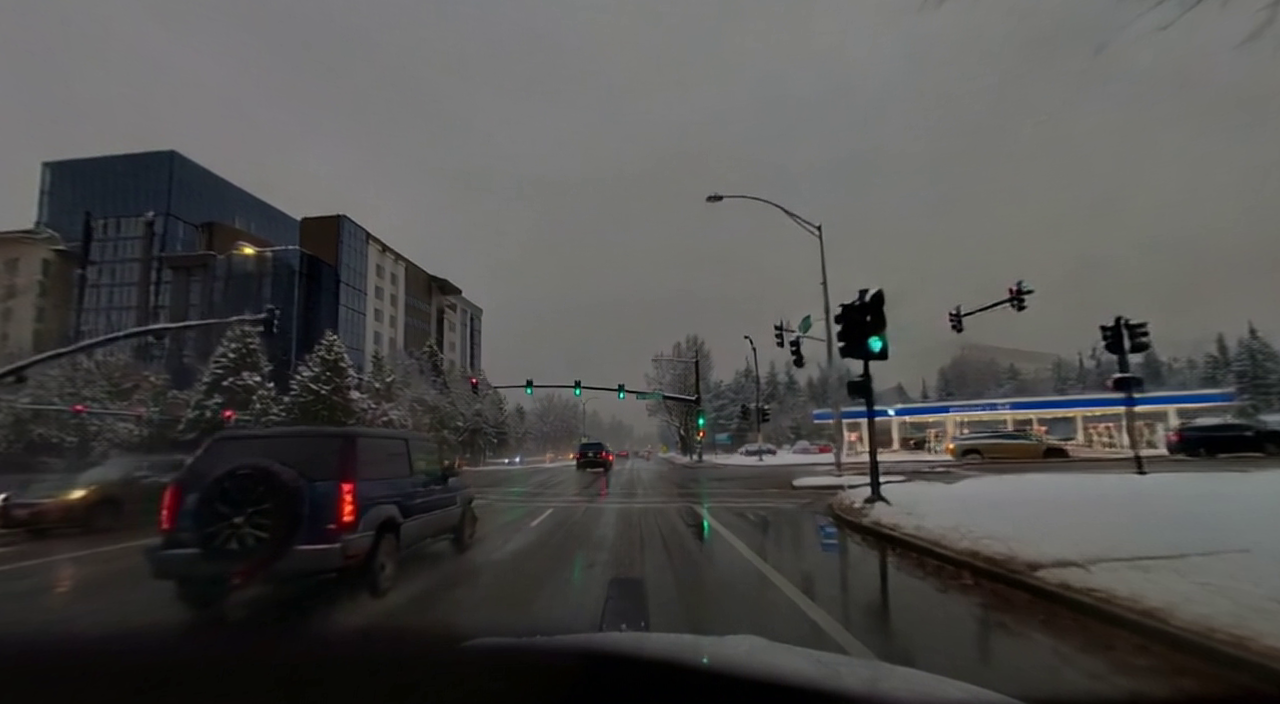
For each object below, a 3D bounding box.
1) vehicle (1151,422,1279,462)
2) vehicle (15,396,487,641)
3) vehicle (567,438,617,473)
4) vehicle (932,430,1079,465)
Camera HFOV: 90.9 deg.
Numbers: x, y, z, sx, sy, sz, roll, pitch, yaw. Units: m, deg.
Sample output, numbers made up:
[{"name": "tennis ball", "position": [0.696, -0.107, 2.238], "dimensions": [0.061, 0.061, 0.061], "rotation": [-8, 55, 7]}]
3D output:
[{"name": "vehicle", "position": [25.519, 3.900, 27.371], "dimensions": [4.700, 1.579, 1.823], "rotation": [-4, -8, 19]}, {"name": "vehicle", "position": [-3.312, 1.504, 6.732], "dimensions": [2.183, 1.731, 4.338], "rotation": [0, -8, 1]}, {"name": "vehicle", "position": [-2.984, 6.638, 40.679], "dimensions": [2.602, 2.091, 6.347], "rotation": [0, -8, 1]}, {"name": "vehicle", "position": [17.285, 4.566, 30.187], "dimensions": [5.708, 1.585, 2.070], "rotation": [-3, -9, 18]}]
